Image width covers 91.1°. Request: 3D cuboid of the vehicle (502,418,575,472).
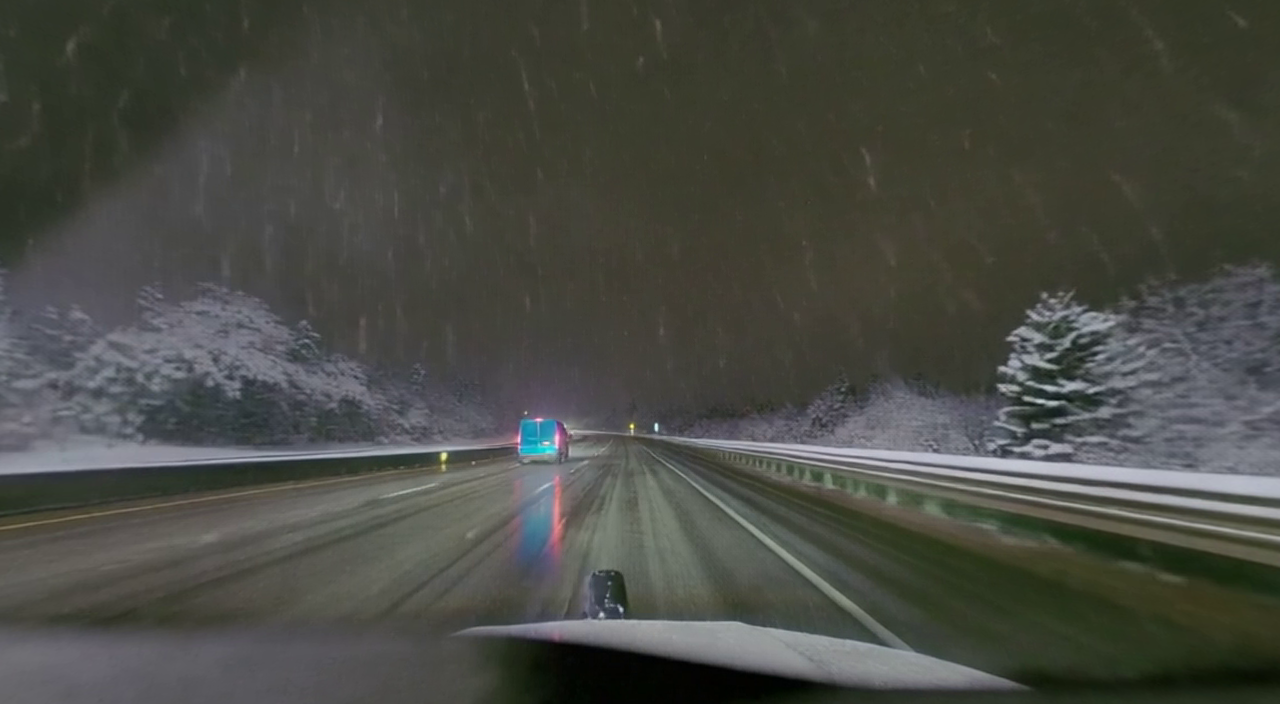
[{"bbox_3d":[-4.195,3.949,26.897,2.309,2.053,4.884,0,-8,0],"label":"vehicle"}]
